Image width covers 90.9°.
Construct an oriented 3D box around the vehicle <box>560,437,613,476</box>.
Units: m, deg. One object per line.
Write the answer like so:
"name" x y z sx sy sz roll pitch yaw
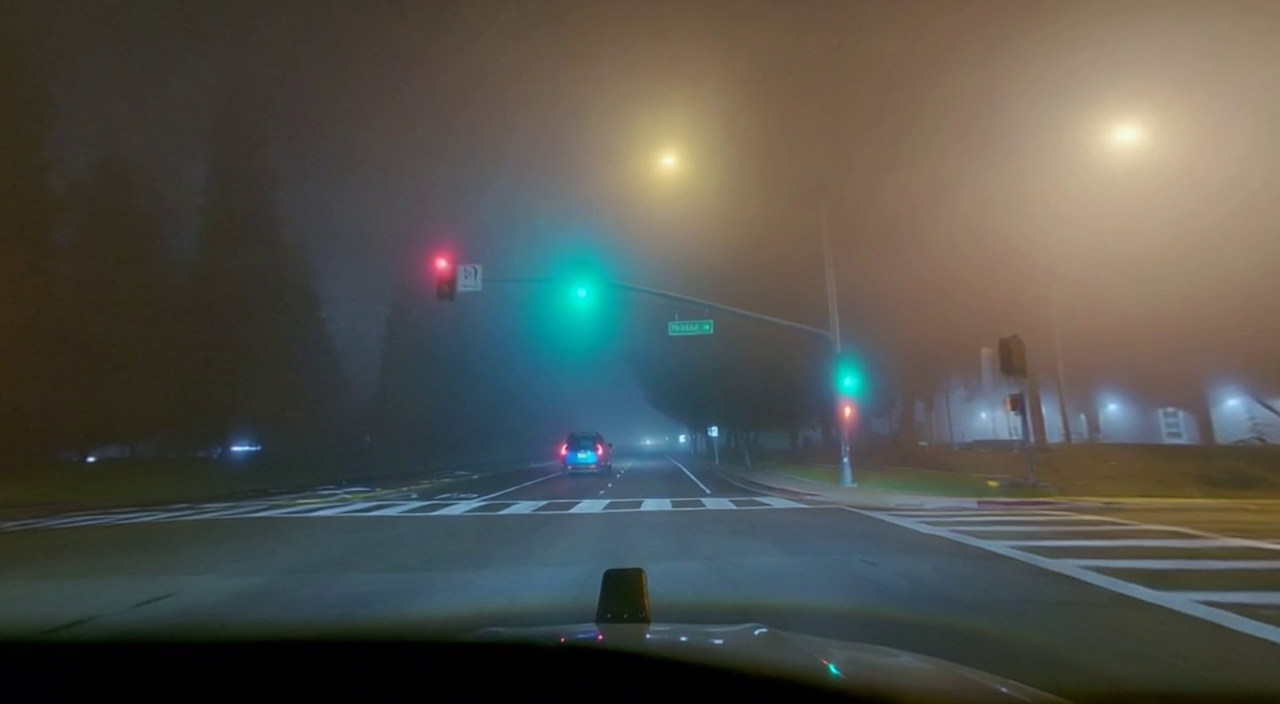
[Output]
"vehicle" -2.557 5.122 31.242 2.123 1.799 4.425 -1 -8 1
